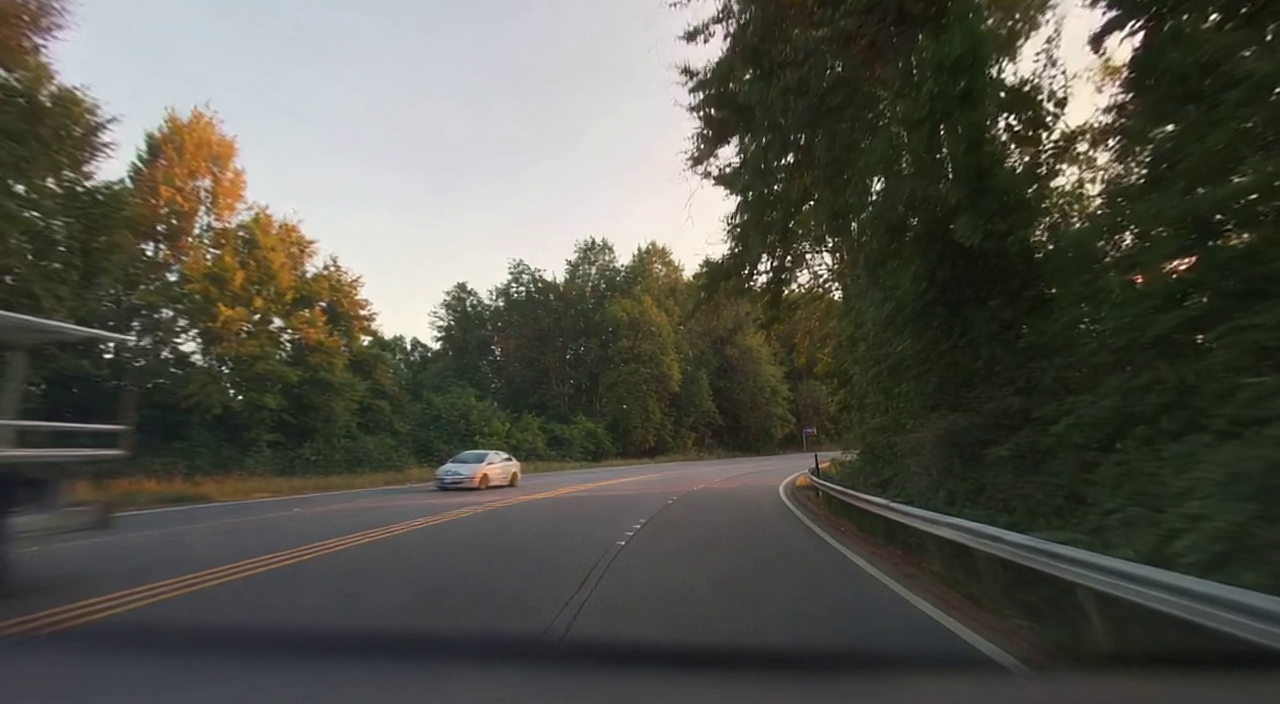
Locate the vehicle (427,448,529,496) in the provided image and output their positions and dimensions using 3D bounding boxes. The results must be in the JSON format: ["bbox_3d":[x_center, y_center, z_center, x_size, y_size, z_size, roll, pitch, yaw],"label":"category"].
[{"bbox_3d":[-5.196,3.885,20.730,1.811,1.428,3.647,-2,-9,11],"label":"vehicle"}]

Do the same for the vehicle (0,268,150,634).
[{"bbox_3d":[-6.033,0.373,2.431,2.362,2.671,6.942,0,-9,3],"label":"vehicle"}]
